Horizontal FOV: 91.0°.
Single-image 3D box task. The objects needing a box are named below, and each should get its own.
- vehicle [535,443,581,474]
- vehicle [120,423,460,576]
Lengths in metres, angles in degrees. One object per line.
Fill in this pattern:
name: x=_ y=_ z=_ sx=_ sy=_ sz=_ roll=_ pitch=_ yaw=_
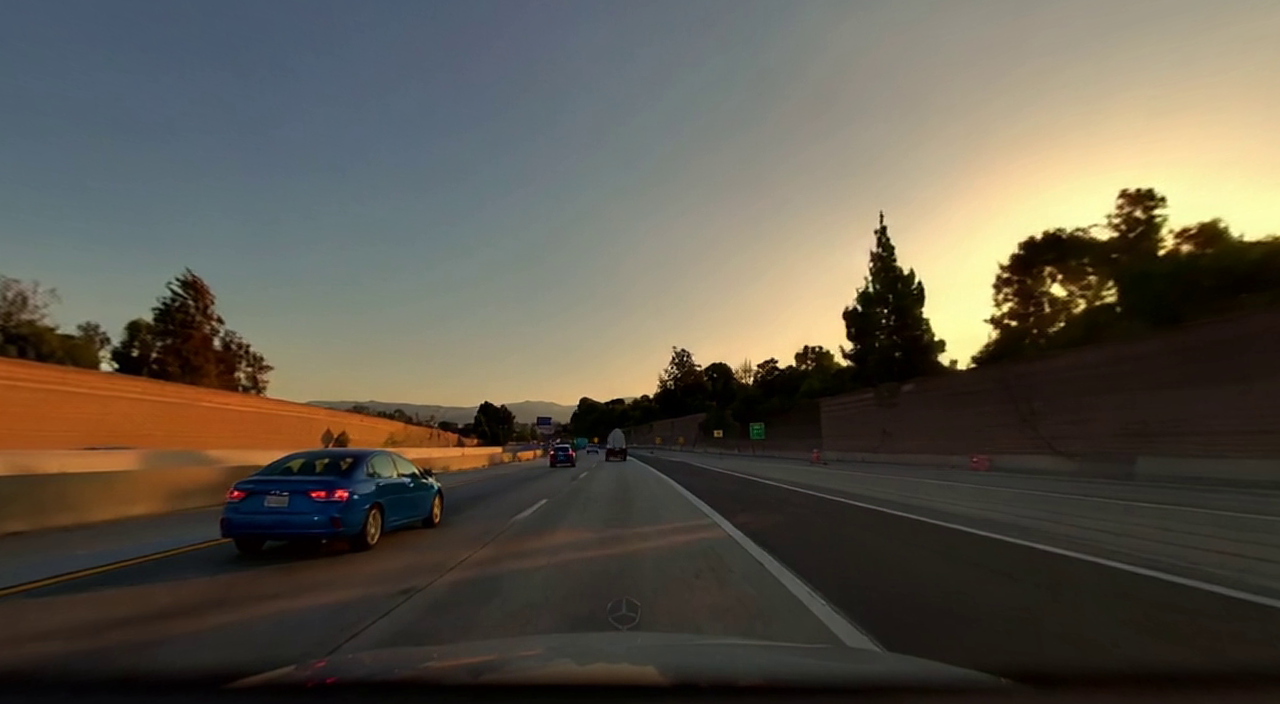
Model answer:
vehicle: x=-4.130 y=5.420 z=32.333 sx=1.965 sy=1.459 sz=4.145 roll=1 pitch=-9 yaw=-2
vehicle: x=-4.180 y=1.840 z=8.693 sx=2.012 sy=1.510 sz=4.672 roll=0 pitch=-9 yaw=0
